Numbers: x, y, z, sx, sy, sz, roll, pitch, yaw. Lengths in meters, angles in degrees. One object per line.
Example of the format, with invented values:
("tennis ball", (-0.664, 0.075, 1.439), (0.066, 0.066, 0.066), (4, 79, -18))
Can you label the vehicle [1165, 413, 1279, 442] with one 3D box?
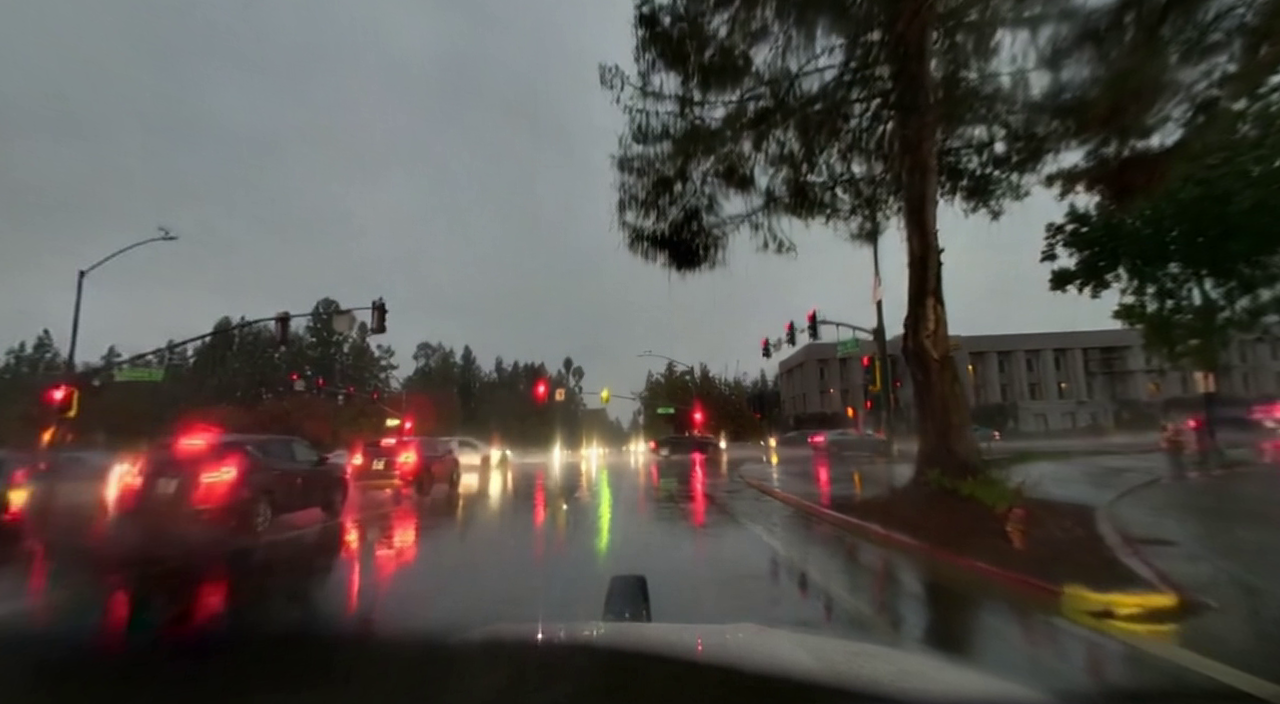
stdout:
("vehicle", (34.042, 4.439, 36.931), (4.568, 1.605, 1.886), (-1, -9, 5))

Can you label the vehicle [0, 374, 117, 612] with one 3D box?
("vehicle", (-6.570, 0.912, 3.622), (2.381, 1.961, 5.407), (0, -9, 1))

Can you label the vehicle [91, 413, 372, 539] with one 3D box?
("vehicle", (-6.675, 2.101, 11.088), (1.967, 1.741, 4.385), (0, -9, 0))

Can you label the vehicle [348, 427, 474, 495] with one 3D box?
("vehicle", (-6.412, 3.143, 18.311), (1.785, 1.678, 4.729), (0, -9, 1))

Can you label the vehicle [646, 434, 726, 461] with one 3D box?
("vehicle", (2.610, 5.436, 35.864), (4.429, 1.489, 1.773), (-1, -9, 6))

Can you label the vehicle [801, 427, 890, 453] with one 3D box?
("vehicle", (12.487, 5.428, 38.631), (4.836, 1.508, 1.875), (-1, -9, 6))
